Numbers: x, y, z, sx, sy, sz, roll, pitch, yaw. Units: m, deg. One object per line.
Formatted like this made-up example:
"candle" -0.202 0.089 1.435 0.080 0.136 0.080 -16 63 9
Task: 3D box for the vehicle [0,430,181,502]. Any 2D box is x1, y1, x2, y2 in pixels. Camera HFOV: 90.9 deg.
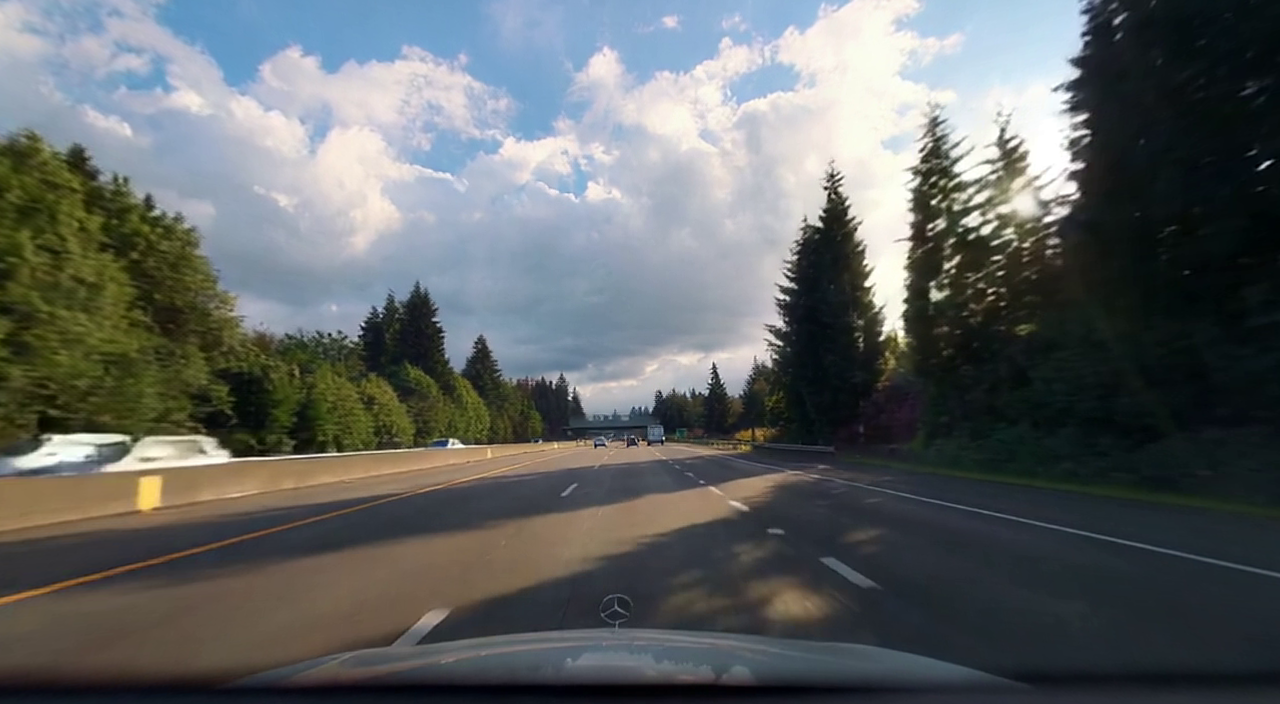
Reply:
"vehicle" -12.720 2.535 14.442 1.855 1.437 3.463 0 -8 -2
